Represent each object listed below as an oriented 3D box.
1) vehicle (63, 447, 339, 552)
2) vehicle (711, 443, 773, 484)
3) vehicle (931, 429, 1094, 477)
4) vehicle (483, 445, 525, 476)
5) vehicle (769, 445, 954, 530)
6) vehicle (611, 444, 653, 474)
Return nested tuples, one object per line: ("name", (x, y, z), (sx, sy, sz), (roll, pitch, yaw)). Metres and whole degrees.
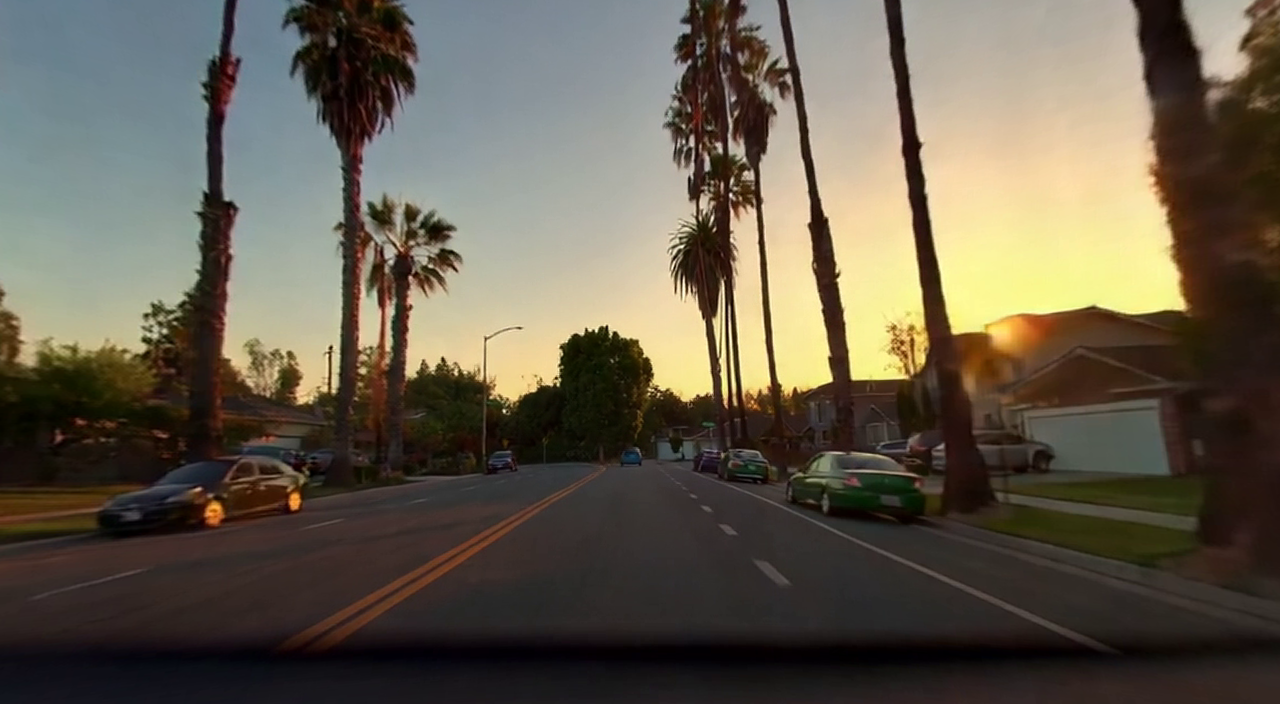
("vehicle", (-8.946, 2.980, 13.748), (2.181, 1.527, 5.441), (-2, -7, 0))
("vehicle", (4.420, 4.914, 28.260), (2.017, 1.646, 5.389), (0, -9, 2))
("vehicle", (12.499, 3.410, 21.403), (4.288, 1.539, 1.934), (0, -9, -1))
("vehicle", (-9.040, 7.226, 42.281), (1.945, 1.666, 4.107), (-3, -6, -1))
("vehicle", (4.494, 2.816, 13.897), (2.033, 1.495, 5.175), (0, -9, -2))
("vehicle", (-0.415, 5.649, 33.582), (2.098, 1.483, 4.099), (0, -9, -1))
